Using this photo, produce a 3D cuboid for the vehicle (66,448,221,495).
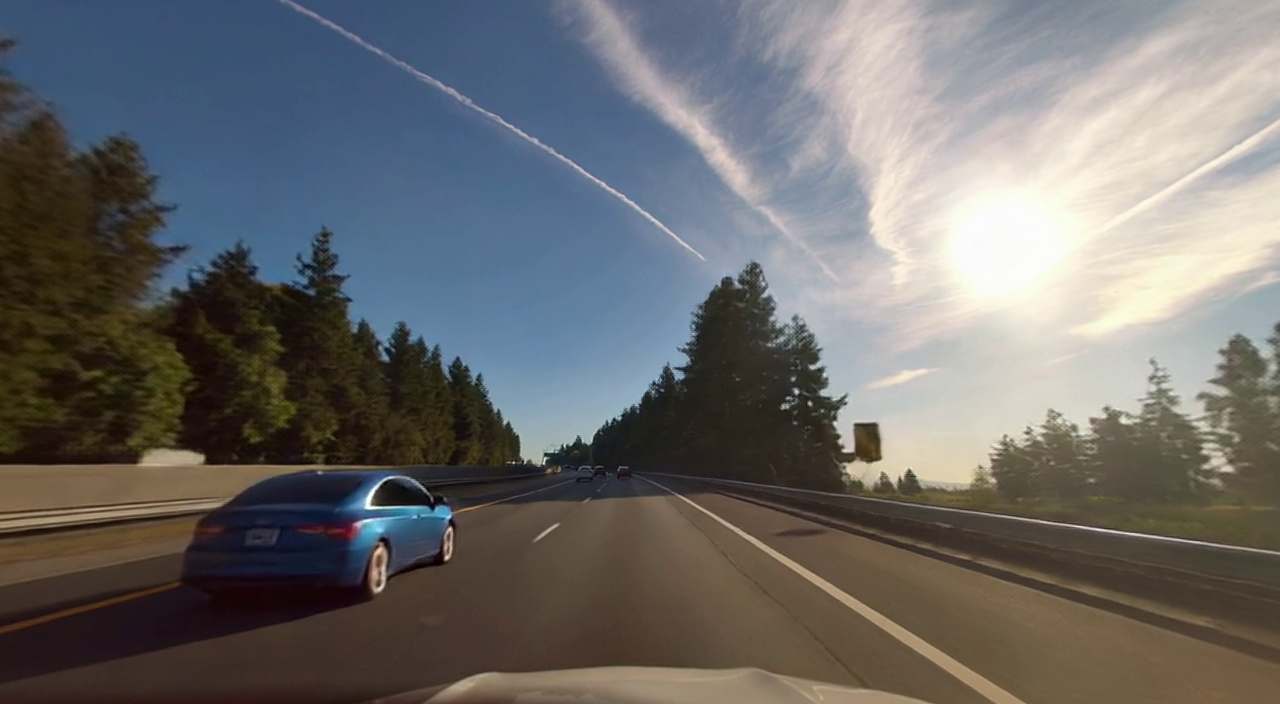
[{"bbox_3d":[-17.667,4.303,22.775,1.882,1.481,4.548,1,-11,-1],"label":"vehicle"}]
